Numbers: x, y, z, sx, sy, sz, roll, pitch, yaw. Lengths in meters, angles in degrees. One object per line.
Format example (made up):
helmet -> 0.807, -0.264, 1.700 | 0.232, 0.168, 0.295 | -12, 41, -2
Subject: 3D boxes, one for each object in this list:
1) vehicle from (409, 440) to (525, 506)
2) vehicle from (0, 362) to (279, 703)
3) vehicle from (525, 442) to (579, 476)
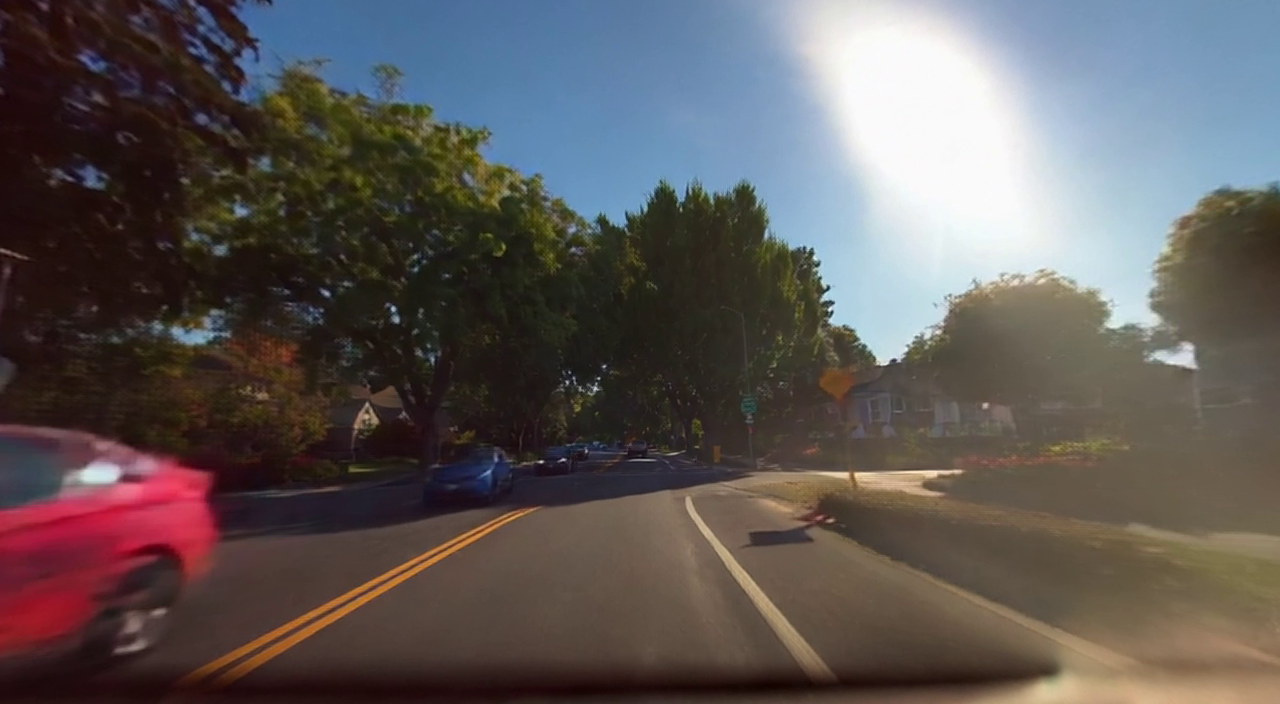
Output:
vehicle -> -4.402, 3.123, 16.769 | 1.862, 1.491, 4.266 | 0, -8, 0
vehicle -> -4.400, 0.970, 3.321 | 2.134, 1.821, 4.719 | 0, -8, 0
vehicle -> -4.235, 5.201, 30.948 | 1.979, 1.532, 4.212 | 0, -8, 0
